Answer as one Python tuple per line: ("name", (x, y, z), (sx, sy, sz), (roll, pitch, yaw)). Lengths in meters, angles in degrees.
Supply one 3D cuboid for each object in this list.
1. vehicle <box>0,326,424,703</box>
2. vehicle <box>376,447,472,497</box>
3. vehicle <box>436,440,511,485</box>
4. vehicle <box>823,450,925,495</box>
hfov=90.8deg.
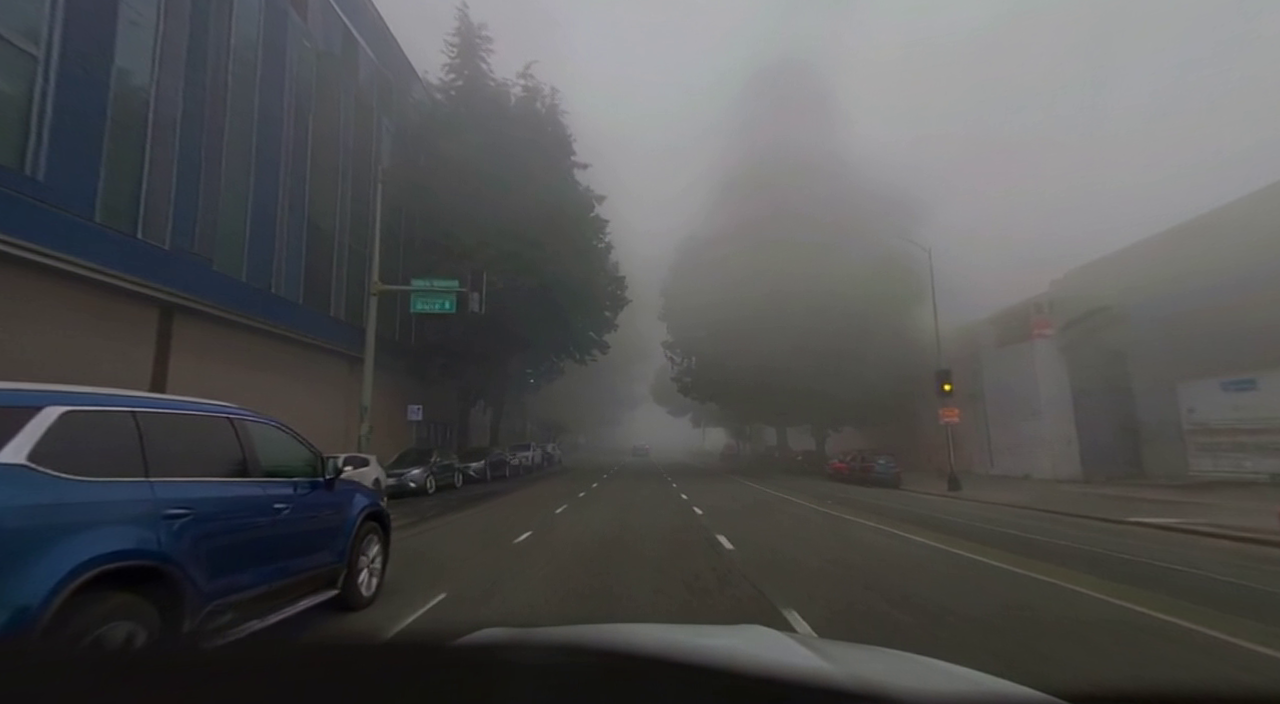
("vehicle", (-3.122, 1.075, 3.936), (2.002, 1.756, 4.366), (0, -8, 0))
("vehicle", (-7.013, 3.909, 21.025), (1.788, 1.464, 4.135), (0, -8, -1))
("vehicle", (-6.890, 4.590, 26.576), (1.848, 1.710, 4.354), (-1, -8, 2))
("vehicle", (8.754, 4.513, 24.118), (1.954, 1.478, 4.625), (0, -8, -2))
